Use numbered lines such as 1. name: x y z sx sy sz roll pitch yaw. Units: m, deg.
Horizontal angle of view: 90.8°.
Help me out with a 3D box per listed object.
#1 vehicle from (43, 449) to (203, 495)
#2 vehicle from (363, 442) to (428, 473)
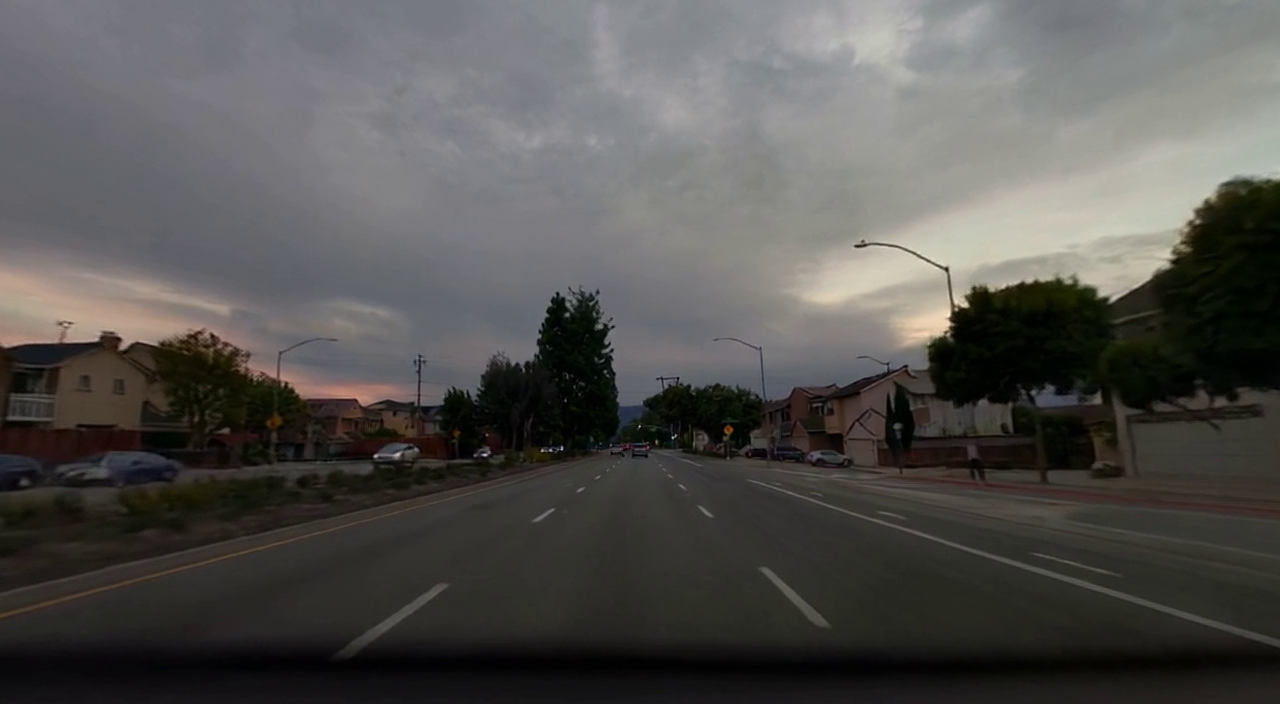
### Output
1. vehicle: -18.815 4.339 23.358 1.892 1.474 4.723 0 -8 1
2. vehicle: -15.131 6.528 39.375 1.999 1.773 4.851 0 -8 1
